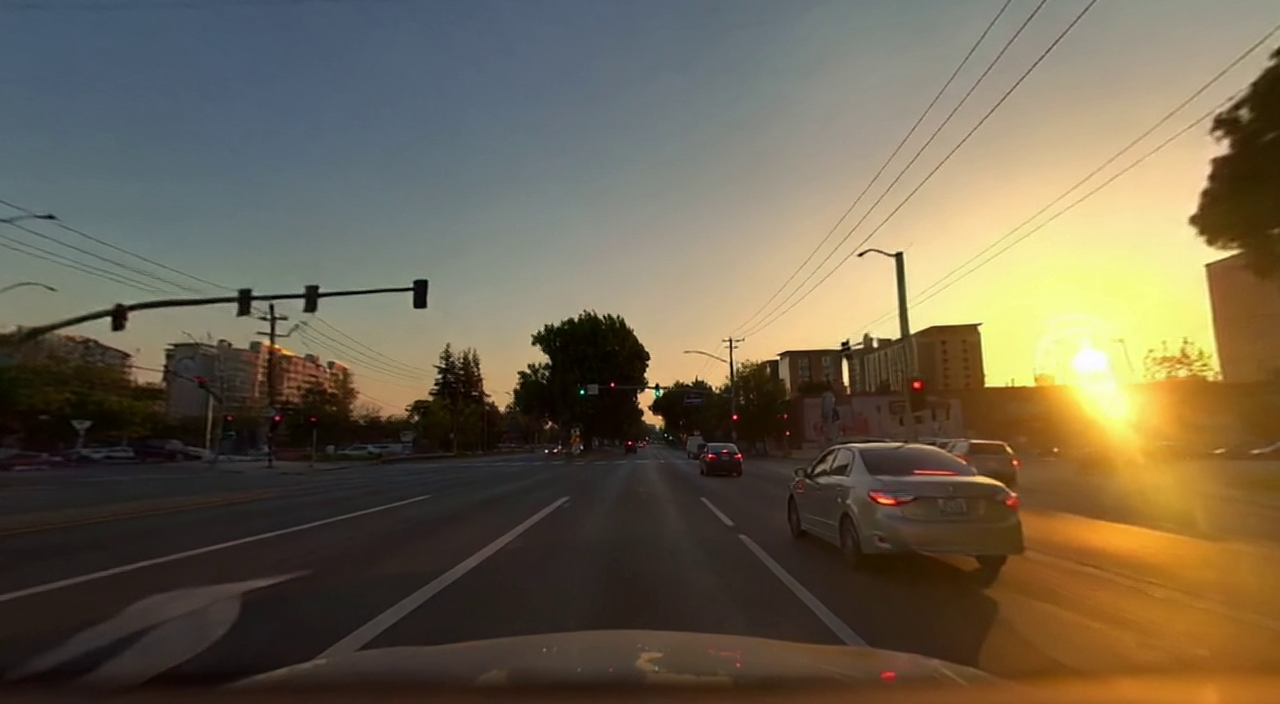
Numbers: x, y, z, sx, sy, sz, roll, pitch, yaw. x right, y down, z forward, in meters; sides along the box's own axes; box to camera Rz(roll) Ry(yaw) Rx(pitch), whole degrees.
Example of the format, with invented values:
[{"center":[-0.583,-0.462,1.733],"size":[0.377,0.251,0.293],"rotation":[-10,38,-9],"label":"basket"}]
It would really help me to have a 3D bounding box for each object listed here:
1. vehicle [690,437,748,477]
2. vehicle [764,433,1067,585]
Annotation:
[{"center":[3.593,4.823,29.402],"size":[2.128,1.699,4.222],"rotation":[0,-8,0],"label":"vehicle"},{"center":[3.120,1.846,8.408],"size":[2.004,1.455,4.417],"rotation":[0,-8,-1],"label":"vehicle"}]
